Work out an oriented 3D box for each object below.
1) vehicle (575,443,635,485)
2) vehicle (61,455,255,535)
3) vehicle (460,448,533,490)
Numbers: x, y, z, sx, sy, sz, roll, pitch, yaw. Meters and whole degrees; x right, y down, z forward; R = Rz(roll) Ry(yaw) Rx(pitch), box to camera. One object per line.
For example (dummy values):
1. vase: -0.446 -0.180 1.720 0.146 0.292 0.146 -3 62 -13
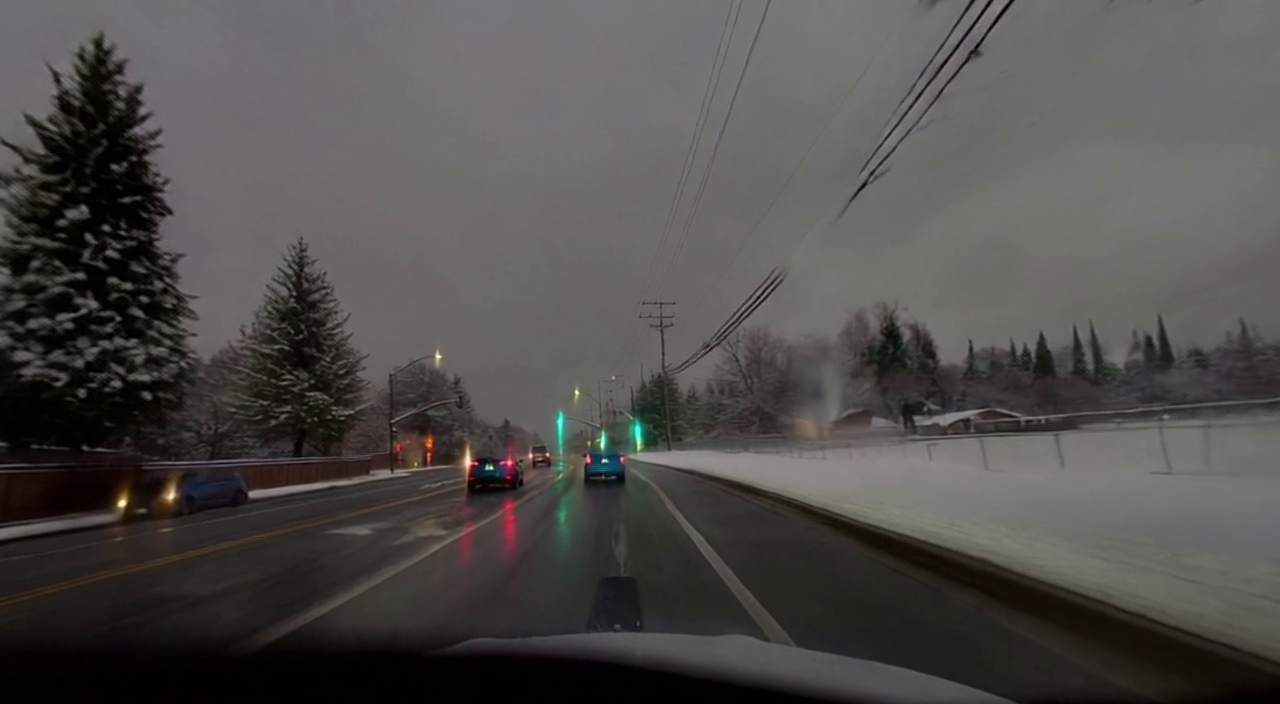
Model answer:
1. vehicle: -1.402 4.390 25.151 2.168 1.504 4.284 1 -9 -3
2. vehicle: -15.479 4.559 20.888 2.094 2.000 5.603 2 -7 -2
3. vehicle: -5.283 4.356 23.867 1.913 1.425 4.235 0 -9 -2
